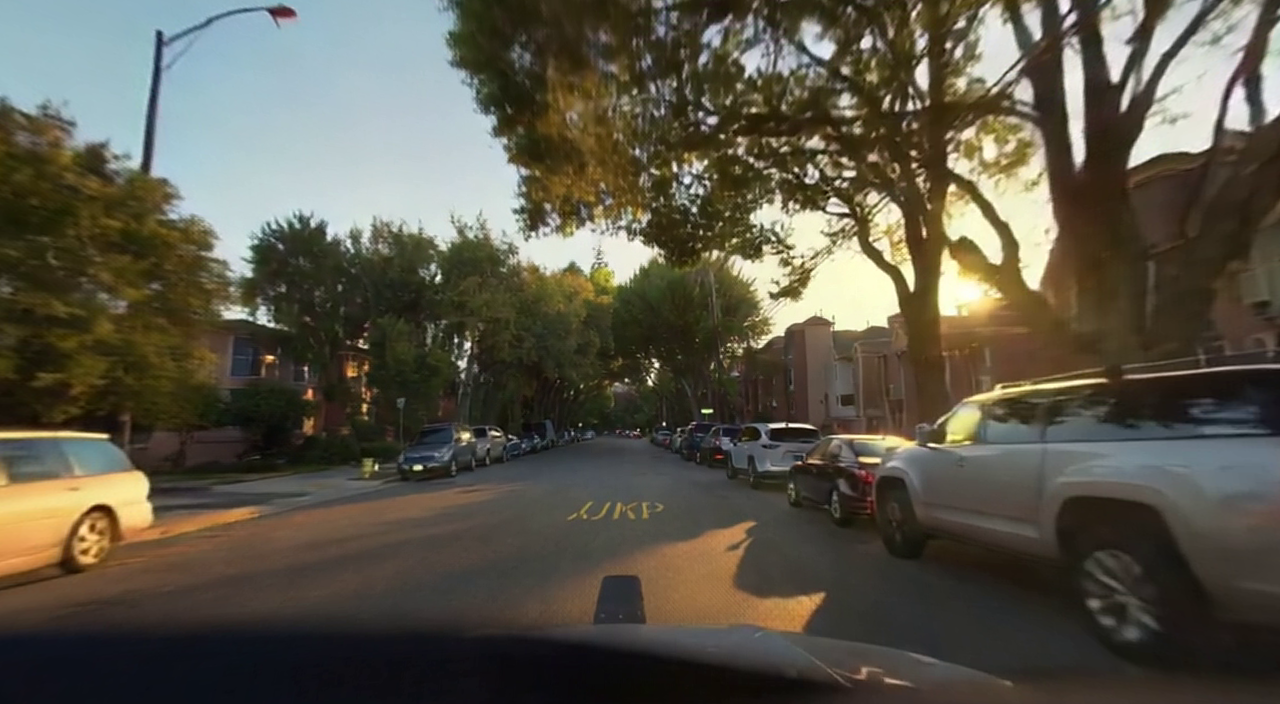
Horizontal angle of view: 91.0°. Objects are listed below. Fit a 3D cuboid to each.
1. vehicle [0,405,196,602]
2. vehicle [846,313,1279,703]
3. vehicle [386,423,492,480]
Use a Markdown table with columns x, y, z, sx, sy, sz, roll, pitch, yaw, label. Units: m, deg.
| x | y | z | sx | sy | sz | roll | pitch | yaw | label |
| --- | --- | --- | --- | --- | --- | --- | --- | --- | --- |
| -7.070 | 1.471 | 5.913 | 2.235 | 1.802 | 5.138 | -2 | -9 | -3 | vehicle |
| 4.165 | 1.187 | 5.749 | 2.365 | 1.970 | 6.011 | 0 | -8 | -2 | vehicle |
| -7.501 | 3.832 | 24.184 | 2.384 | 1.781 | 5.492 | -3 | -9 | -1 | vehicle |
